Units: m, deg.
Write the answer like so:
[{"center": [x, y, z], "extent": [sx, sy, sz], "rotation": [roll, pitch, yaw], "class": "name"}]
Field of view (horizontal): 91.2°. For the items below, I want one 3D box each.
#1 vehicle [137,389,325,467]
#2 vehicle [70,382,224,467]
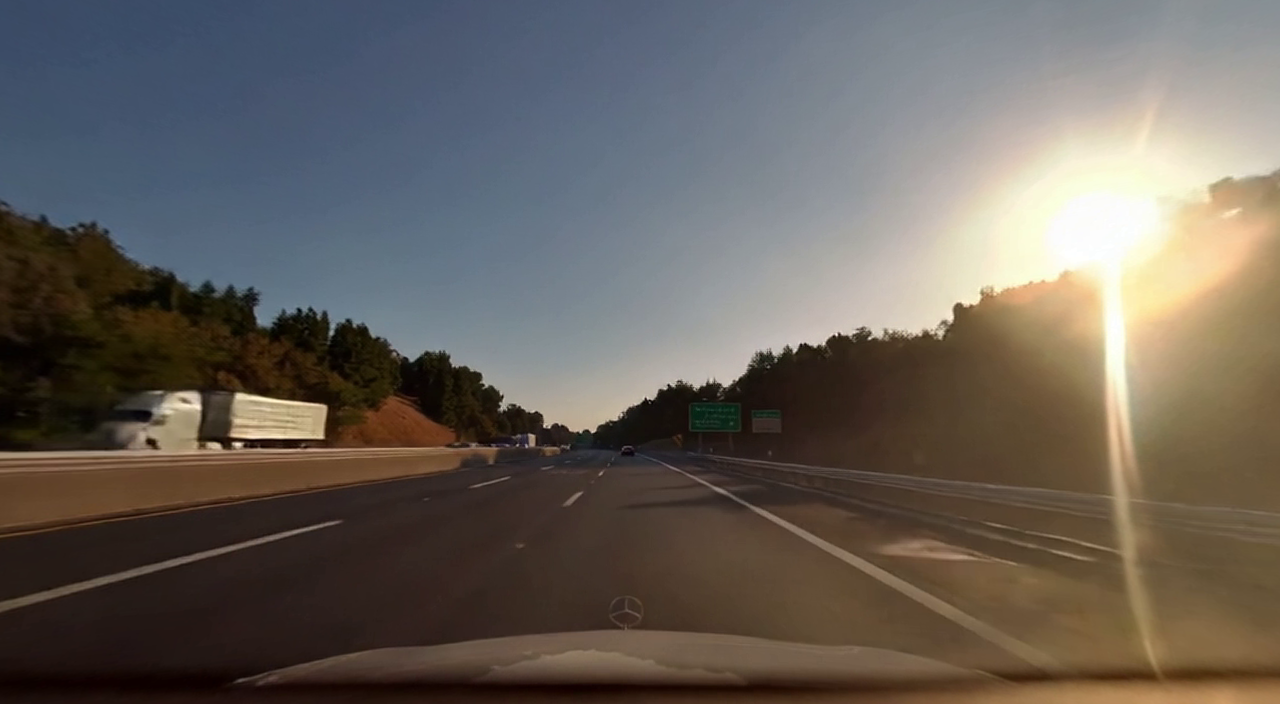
[{"center": [-25.112, 5.058, 40.185], "extent": [2.942, 4.072, 13.992], "rotation": [0, -9, -1], "class": "vehicle"}, {"center": [-24.901, 3.795, 32.208], "extent": [3.036, 3.953, 5.859], "rotation": [0, -8, -2], "class": "vehicle"}]
